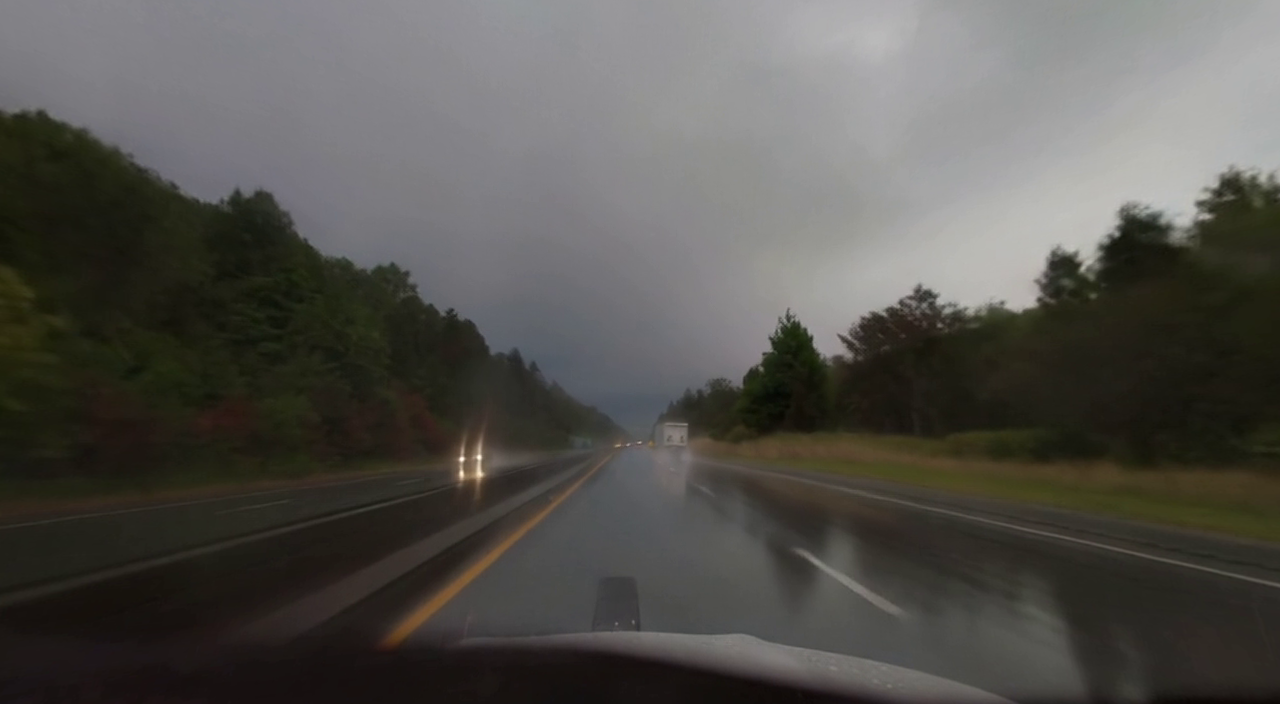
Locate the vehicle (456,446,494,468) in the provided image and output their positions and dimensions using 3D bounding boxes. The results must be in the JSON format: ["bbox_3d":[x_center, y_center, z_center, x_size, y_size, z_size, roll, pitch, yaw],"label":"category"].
[{"bbox_3d":[-13.079,8.319,49.984,1.989,1.612,3.884,0,-8,-1],"label":"vehicle"}]
